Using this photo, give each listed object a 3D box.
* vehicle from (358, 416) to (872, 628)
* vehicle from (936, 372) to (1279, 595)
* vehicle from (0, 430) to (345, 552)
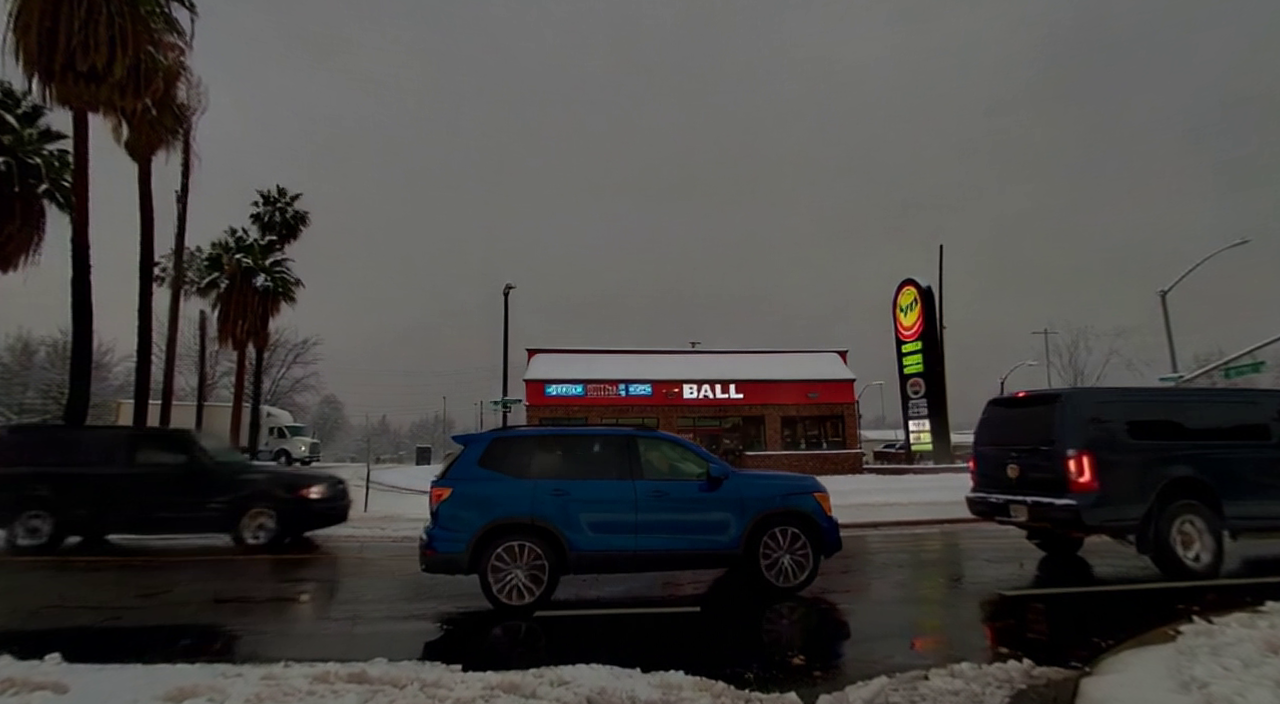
[{"bbox_3d":[-0.239,1.611,6.666,4.493,1.728,2.137,1,-9,-8],"label":"vehicle"},{"bbox_3d":[7.346,1.516,7.848,6.246,2.202,2.277,1,-9,-7],"label":"vehicle"},{"bbox_3d":[-7.222,2.062,9.792,4.280,1.625,2.062,1,-9,-7],"label":"vehicle"}]
